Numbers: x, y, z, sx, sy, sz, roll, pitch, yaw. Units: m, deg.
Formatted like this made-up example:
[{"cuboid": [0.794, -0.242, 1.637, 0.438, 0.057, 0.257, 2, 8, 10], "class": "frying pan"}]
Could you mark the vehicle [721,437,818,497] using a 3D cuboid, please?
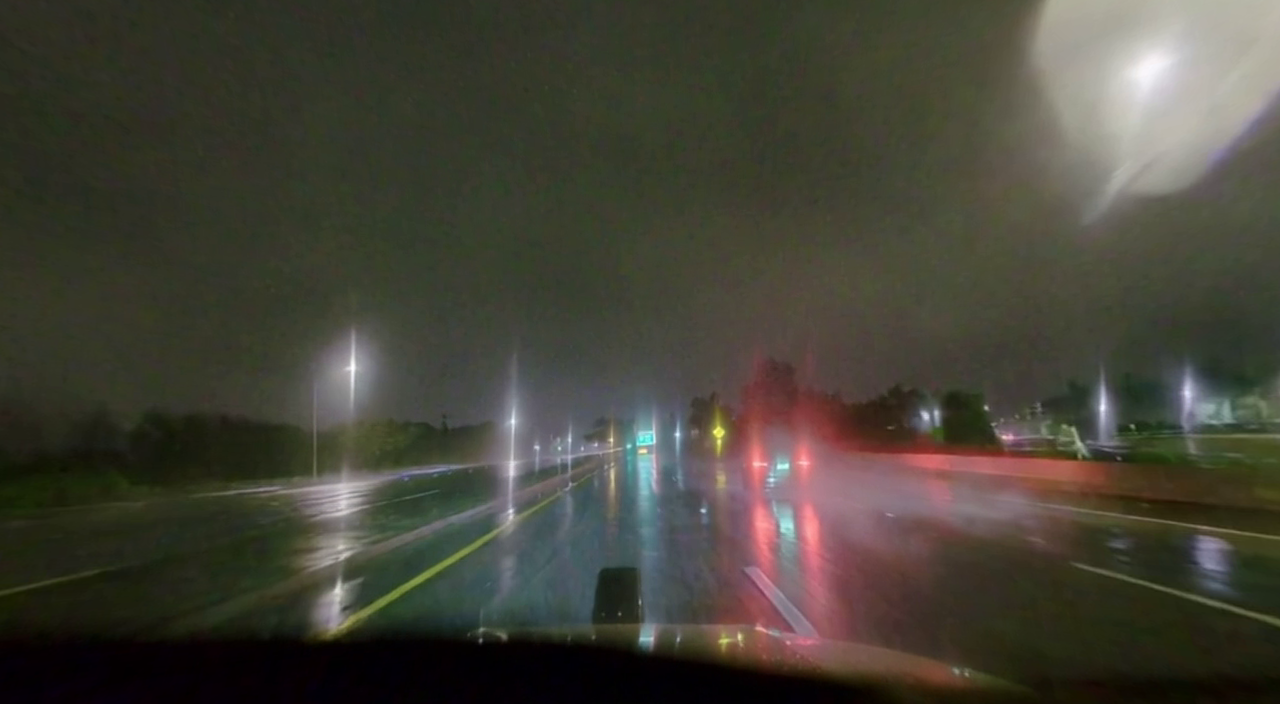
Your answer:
[{"cuboid": [3.590, 3.256, 18.239, 1.874, 1.506, 4.116, 0, -8, -1], "class": "vehicle"}]
